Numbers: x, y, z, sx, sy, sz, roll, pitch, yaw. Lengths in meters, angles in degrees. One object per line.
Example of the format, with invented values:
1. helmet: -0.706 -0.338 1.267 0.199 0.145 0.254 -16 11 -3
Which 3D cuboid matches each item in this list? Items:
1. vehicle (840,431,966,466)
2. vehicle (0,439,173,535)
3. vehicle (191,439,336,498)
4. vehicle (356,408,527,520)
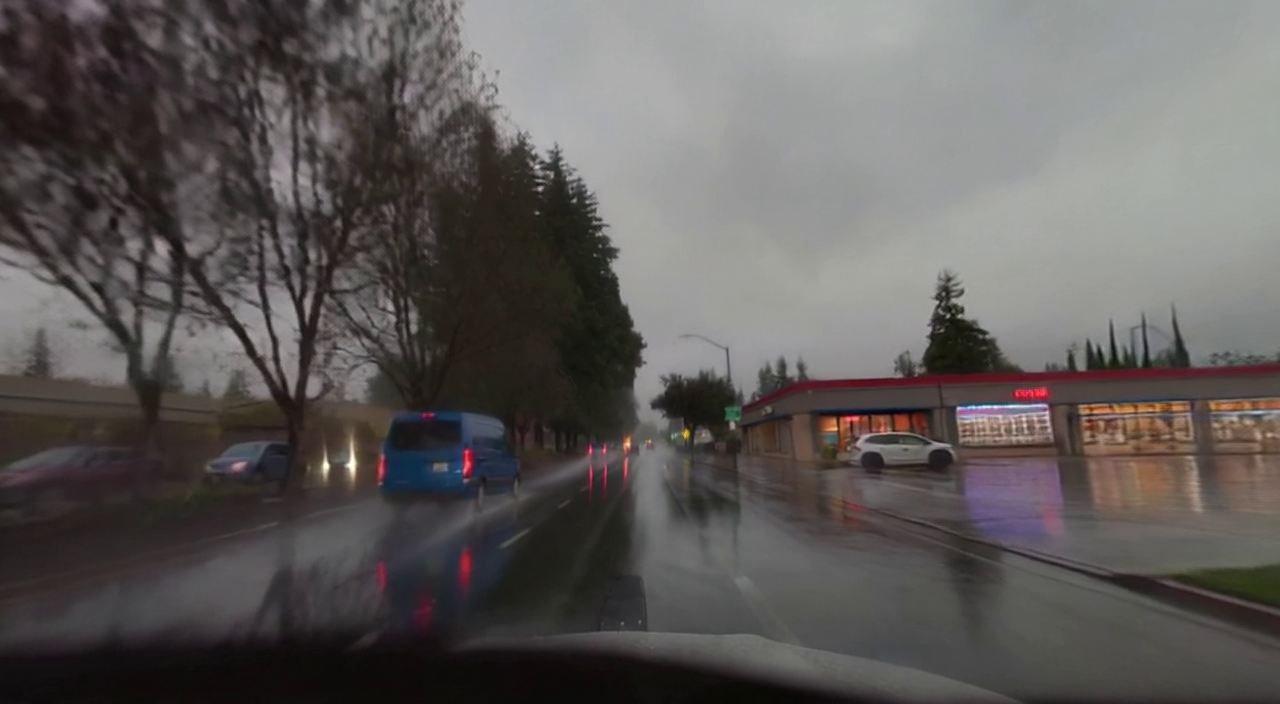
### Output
1. vehicle: 11.360 4.198 27.395 4.607 1.471 1.982 0 -8 1
2. vehicle: -12.150 2.574 12.465 2.024 1.656 4.837 0 -8 0
3. vehicle: -11.759 3.618 20.007 2.044 1.649 4.211 0 -8 -1
4. vehicle: -3.985 2.350 13.729 2.152 1.987 4.952 0 -8 -1
